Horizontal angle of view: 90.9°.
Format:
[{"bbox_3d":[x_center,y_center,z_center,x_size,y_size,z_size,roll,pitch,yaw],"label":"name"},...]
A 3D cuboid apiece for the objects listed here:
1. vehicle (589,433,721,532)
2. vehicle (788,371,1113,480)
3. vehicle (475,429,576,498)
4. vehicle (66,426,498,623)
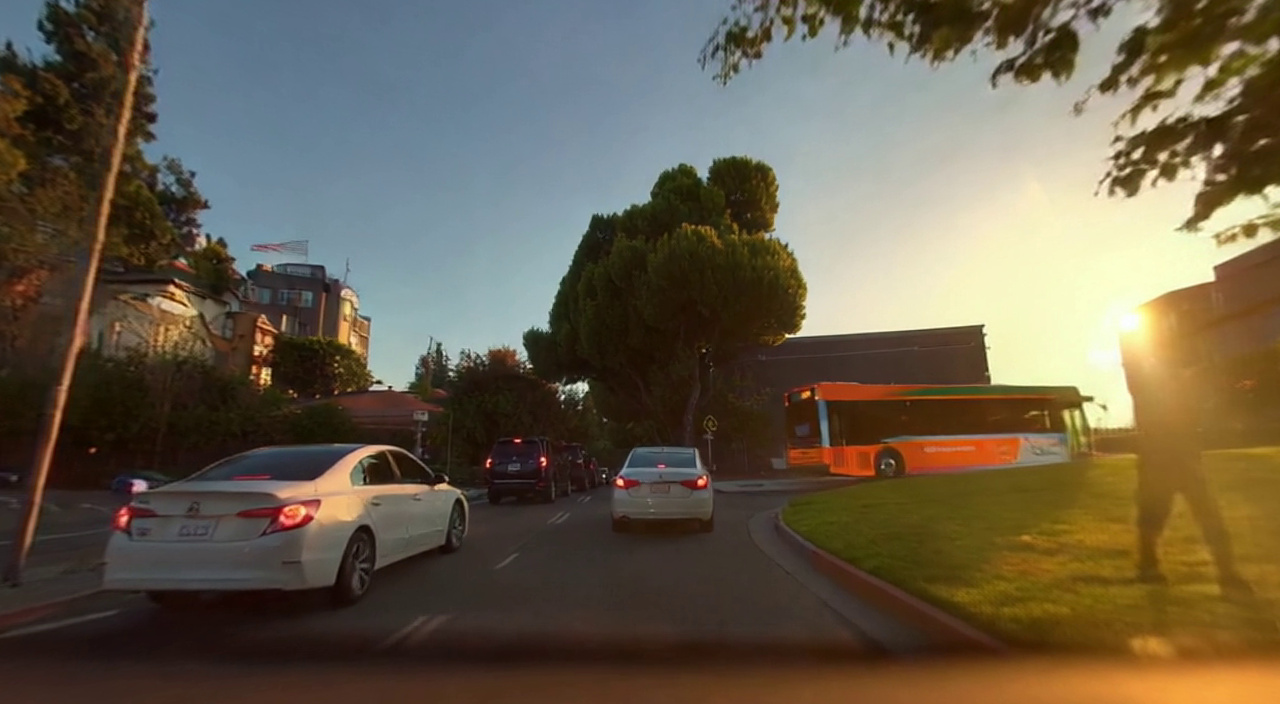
[{"bbox_3d":[0.406,2.298,11.663,2.020,1.478,3.922,-1,-9,5],"label":"vehicle"},{"bbox_3d":[10.441,2.548,21.564,9.977,3.303,2.948,1,-9,-10],"label":"vehicle"},{"bbox_3d":[-3.178,3.217,18.526,2.017,1.761,4.572,0,-9,1],"label":"vehicle"},{"bbox_3d":[-3.312,1.664,7.178,1.953,1.480,4.522,-1,-9,5],"label":"vehicle"}]
